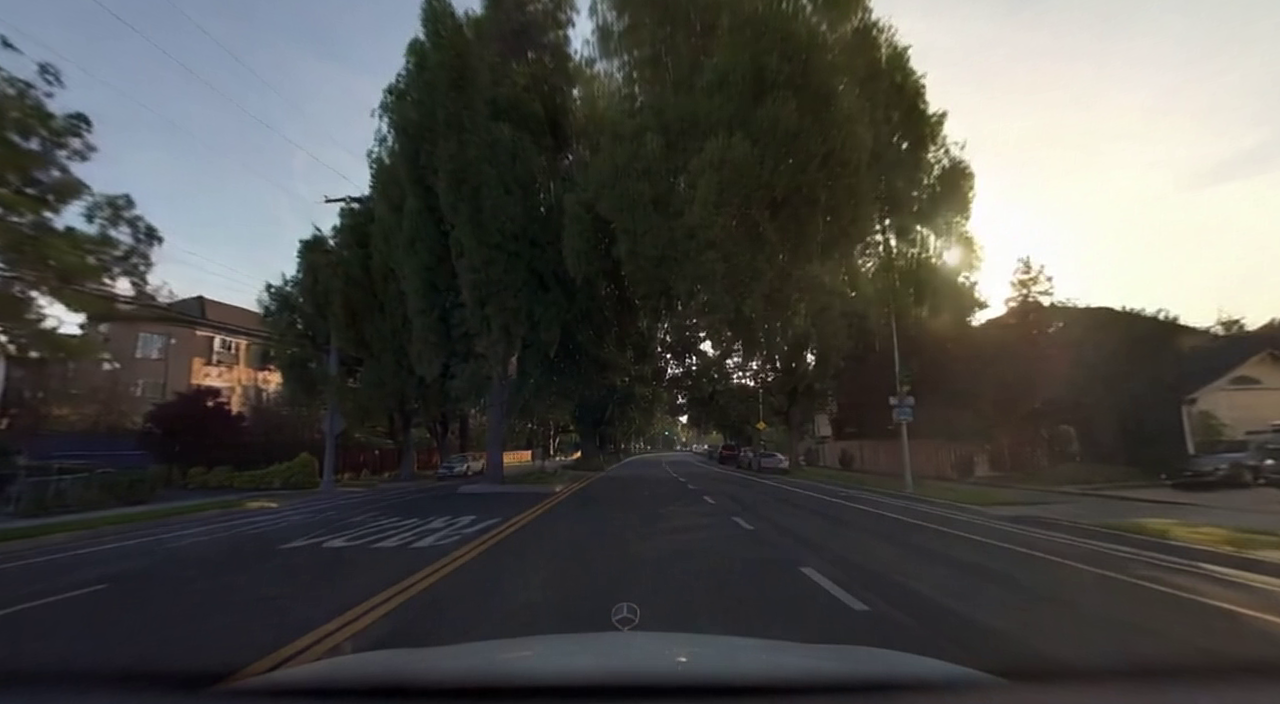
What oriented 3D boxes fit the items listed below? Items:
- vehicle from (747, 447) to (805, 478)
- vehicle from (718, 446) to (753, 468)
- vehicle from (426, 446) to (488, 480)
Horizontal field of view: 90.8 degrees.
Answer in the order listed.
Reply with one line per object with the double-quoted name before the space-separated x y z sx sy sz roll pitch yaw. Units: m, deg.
"vehicle" 6.833 5.587 32.231 1.946 1.404 4.609 0 -8 0
"vehicle" 7.006 7.718 46.630 1.928 1.476 4.383 0 -8 1
"vehicle" -10.709 6.536 37.414 2.095 1.815 4.726 -1 -8 3
